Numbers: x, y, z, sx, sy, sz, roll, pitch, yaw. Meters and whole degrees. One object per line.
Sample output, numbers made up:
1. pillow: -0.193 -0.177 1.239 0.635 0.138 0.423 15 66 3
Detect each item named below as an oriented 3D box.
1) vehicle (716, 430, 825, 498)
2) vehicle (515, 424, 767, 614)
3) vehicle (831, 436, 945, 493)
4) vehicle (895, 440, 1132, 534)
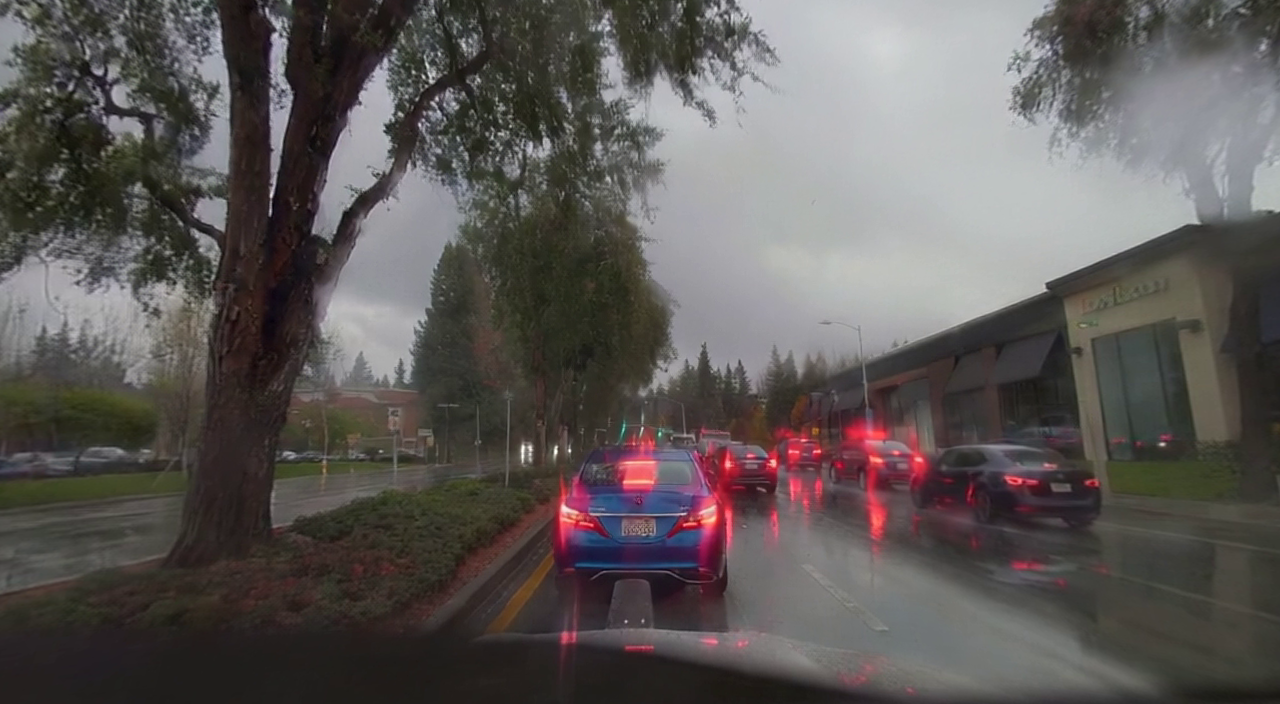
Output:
1. vehicle: 3.621 3.204 18.465 2.114 1.736 4.553 0 -8 -1
2. vehicle: -0.025 1.635 7.203 1.977 1.465 4.376 0 -8 -1
3. vehicle: 7.947 3.620 20.738 1.963 1.637 4.527 0 -8 1
4. vehicle: 6.841 2.470 12.266 1.911 1.468 4.417 0 -8 0
